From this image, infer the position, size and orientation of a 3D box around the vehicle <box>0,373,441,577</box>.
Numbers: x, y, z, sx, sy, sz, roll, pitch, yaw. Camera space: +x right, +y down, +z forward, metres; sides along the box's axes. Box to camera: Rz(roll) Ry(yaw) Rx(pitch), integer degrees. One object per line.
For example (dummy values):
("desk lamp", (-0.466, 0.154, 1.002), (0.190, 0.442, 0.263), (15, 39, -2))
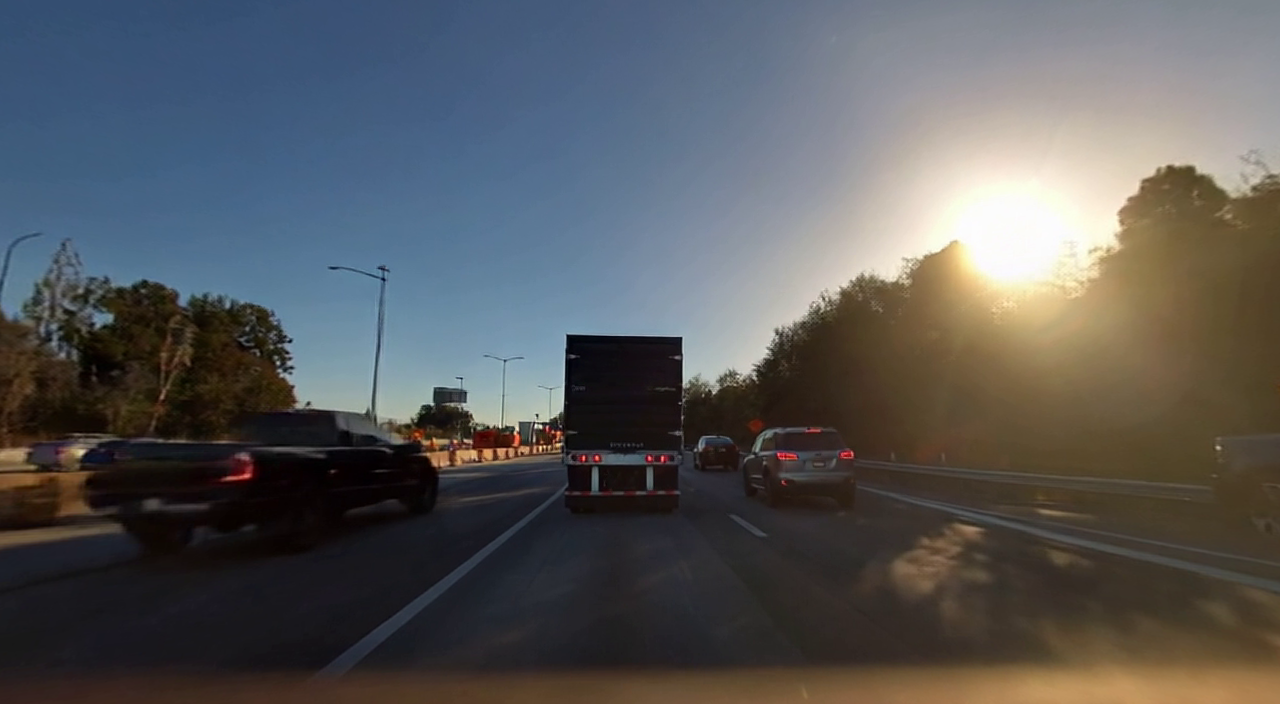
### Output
("vehicle", (-5.119, 1.626, 9.152), (2.421, 1.965, 5.980), (0, -8, 1))

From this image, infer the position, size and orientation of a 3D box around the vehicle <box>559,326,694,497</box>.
("vehicle", (-0.462, 2.093, 19.601), (3.067, 3.940, 10.154), (1, -9, -2))

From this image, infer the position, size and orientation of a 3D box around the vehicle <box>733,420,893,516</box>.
("vehicle", (3.420, 2.408, 13.473), (2.103, 1.713, 4.173), (1, -9, -2))

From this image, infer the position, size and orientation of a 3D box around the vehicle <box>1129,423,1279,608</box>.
("vehicle", (6.905, 1.339, 4.799), (2.070, 1.632, 4.774), (2, -9, -9))
